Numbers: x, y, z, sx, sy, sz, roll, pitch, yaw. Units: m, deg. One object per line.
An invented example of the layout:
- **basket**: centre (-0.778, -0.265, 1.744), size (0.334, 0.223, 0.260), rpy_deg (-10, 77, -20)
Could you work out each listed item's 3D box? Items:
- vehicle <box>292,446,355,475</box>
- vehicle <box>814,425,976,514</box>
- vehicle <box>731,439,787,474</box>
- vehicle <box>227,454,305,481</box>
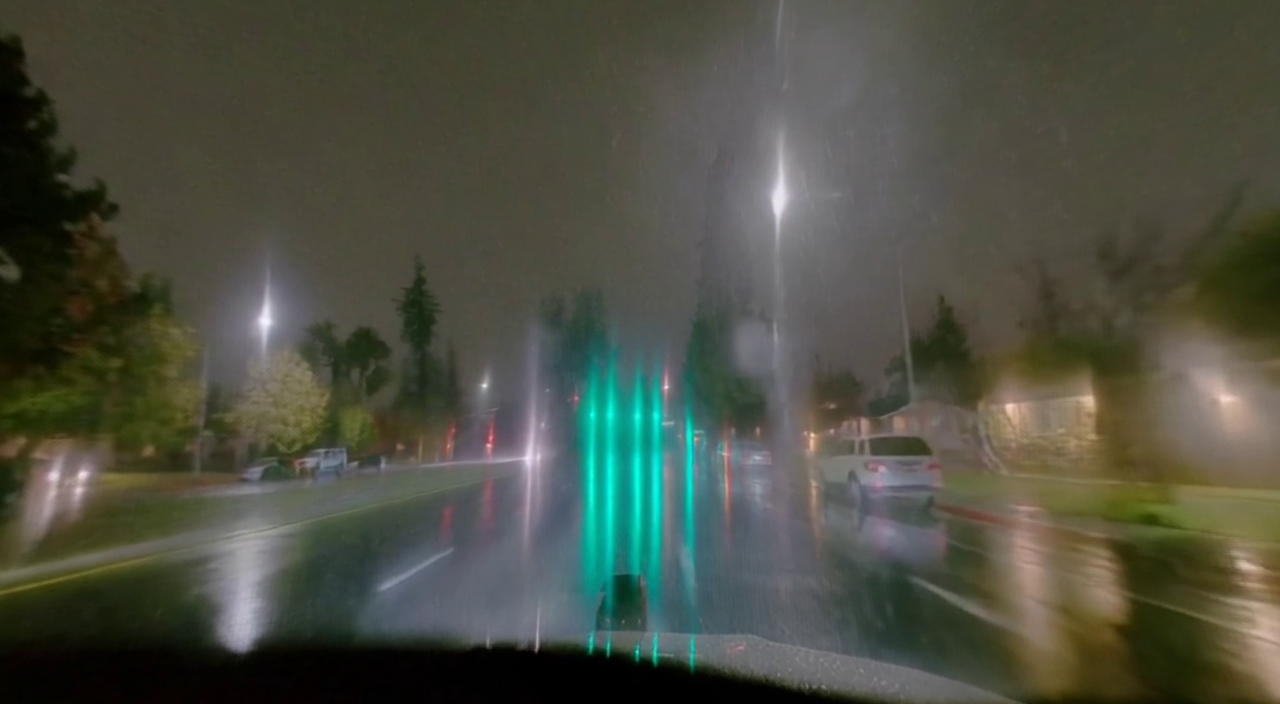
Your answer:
- **vehicle**: centre (-22.048, 7.561, 43.992), size (2.001, 1.839, 4.669), rpy_deg (0, -8, 0)
- **vehicle**: centre (5.924, 2.767, 15.323), size (2.004, 1.816, 4.585), rpy_deg (0, -8, 0)
- **vehicle**: centre (6.058, 5.355, 32.450), size (1.918, 1.662, 4.393), rpy_deg (0, -9, -2)
- **vehicle**: centre (-22.171, 6.827, 37.415), size (1.883, 1.450, 4.659), rpy_deg (0, -8, -2)
